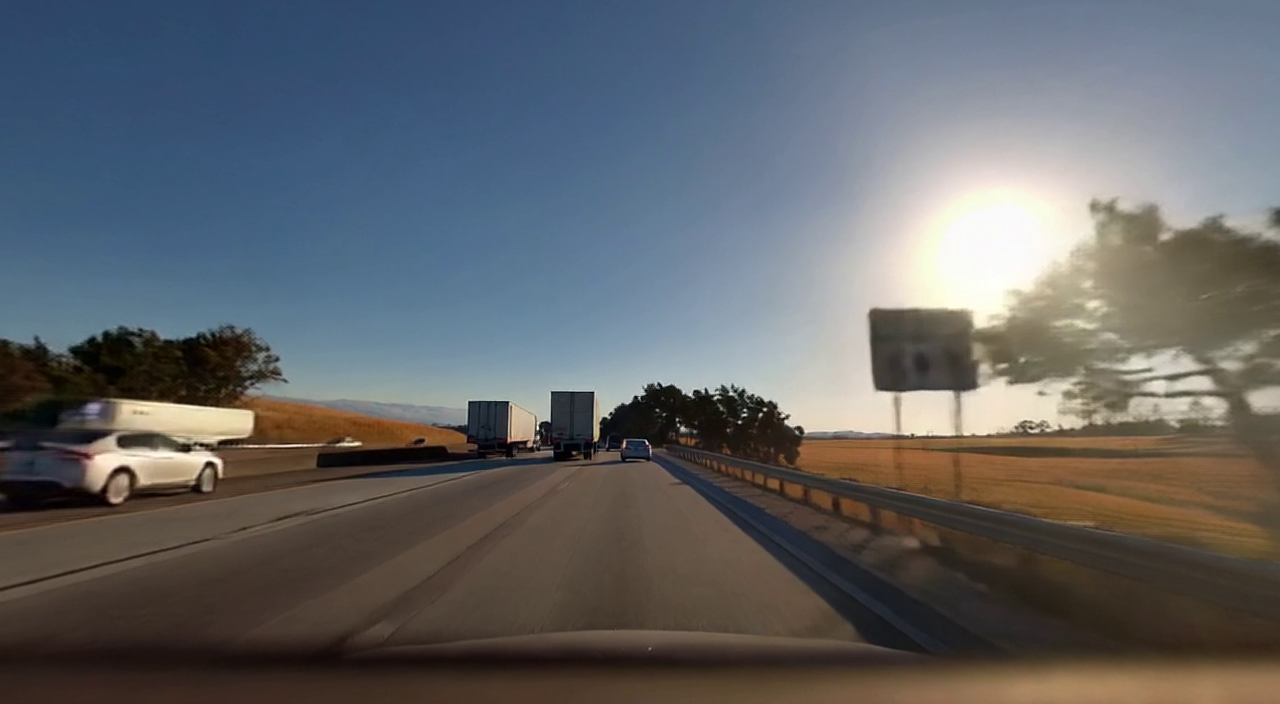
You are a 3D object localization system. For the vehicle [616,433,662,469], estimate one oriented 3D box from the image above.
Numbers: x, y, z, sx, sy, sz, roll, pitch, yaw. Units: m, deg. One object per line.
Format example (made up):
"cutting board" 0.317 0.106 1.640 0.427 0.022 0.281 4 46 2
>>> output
"vehicle" -0.104 4.362 28.015 1.891 1.477 3.599 0 -8 -2

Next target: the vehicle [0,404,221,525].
"vehicle" -10.751 2.056 12.092 2.153 1.841 4.790 0 -8 -1

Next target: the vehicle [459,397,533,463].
"vehicle" -8.029 4.510 36.076 2.728 3.405 7.096 0 -8 -2

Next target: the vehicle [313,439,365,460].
"vehicle" -23.681 7.661 49.665 1.962 1.548 4.510 0 -8 -1

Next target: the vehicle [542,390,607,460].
"vehicle" -4.233 5.407 45.267 3.475 4.037 17.454 0 -8 -2
